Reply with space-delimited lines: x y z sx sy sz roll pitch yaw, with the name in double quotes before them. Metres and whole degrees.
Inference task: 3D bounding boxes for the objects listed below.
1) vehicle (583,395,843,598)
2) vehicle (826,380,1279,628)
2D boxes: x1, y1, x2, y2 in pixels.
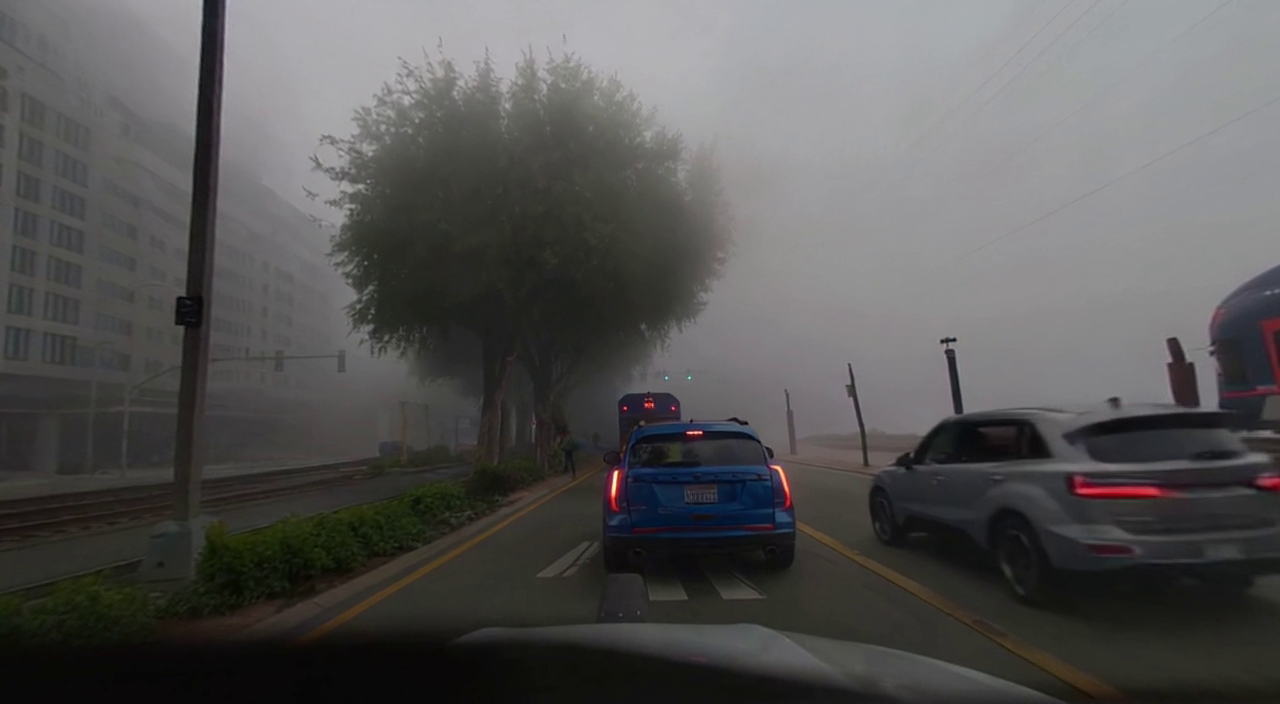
"vehicle" 0.505 1.515 7.405 2.190 1.684 4.084 0 -9 -3
"vehicle" 3.868 1.400 6.782 2.212 1.709 4.715 0 -9 -1
